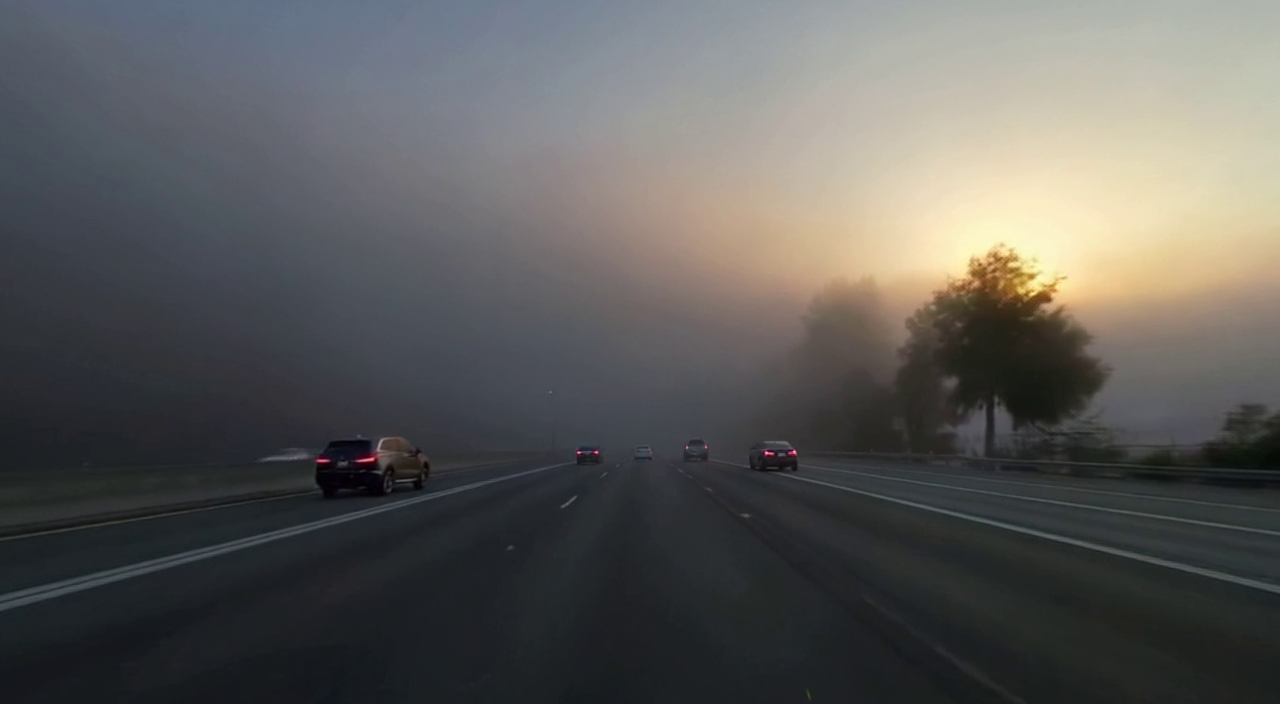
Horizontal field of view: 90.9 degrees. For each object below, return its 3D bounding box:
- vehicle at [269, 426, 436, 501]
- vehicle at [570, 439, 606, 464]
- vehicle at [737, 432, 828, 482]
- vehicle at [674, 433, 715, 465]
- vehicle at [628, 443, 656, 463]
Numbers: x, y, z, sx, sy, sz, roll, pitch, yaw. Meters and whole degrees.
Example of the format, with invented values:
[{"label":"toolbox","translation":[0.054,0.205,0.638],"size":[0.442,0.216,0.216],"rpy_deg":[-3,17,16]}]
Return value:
[{"label":"vehicle","translation":[-7.878,3.104,18.042],"size":[2.199,1.781,5.271],"rpy_deg":[-1,-8,1]},{"label":"vehicle","translation":[-3.798,7.365,46.896],"size":[2.118,1.750,4.875],"rpy_deg":[-1,-8,1]},{"label":"vehicle","translation":[5.218,3.916,23.790],"size":[2.196,1.659,4.451],"rpy_deg":[0,-8,-2]},{"label":"vehicle","translation":[3.664,6.713,43.796],"size":[2.348,1.991,5.460],"rpy_deg":[0,-8,0]},{"label":"vehicle","translation":[0.160,7.601,47.647],"size":[2.050,1.452,3.917],"rpy_deg":[0,-8,0]}]
